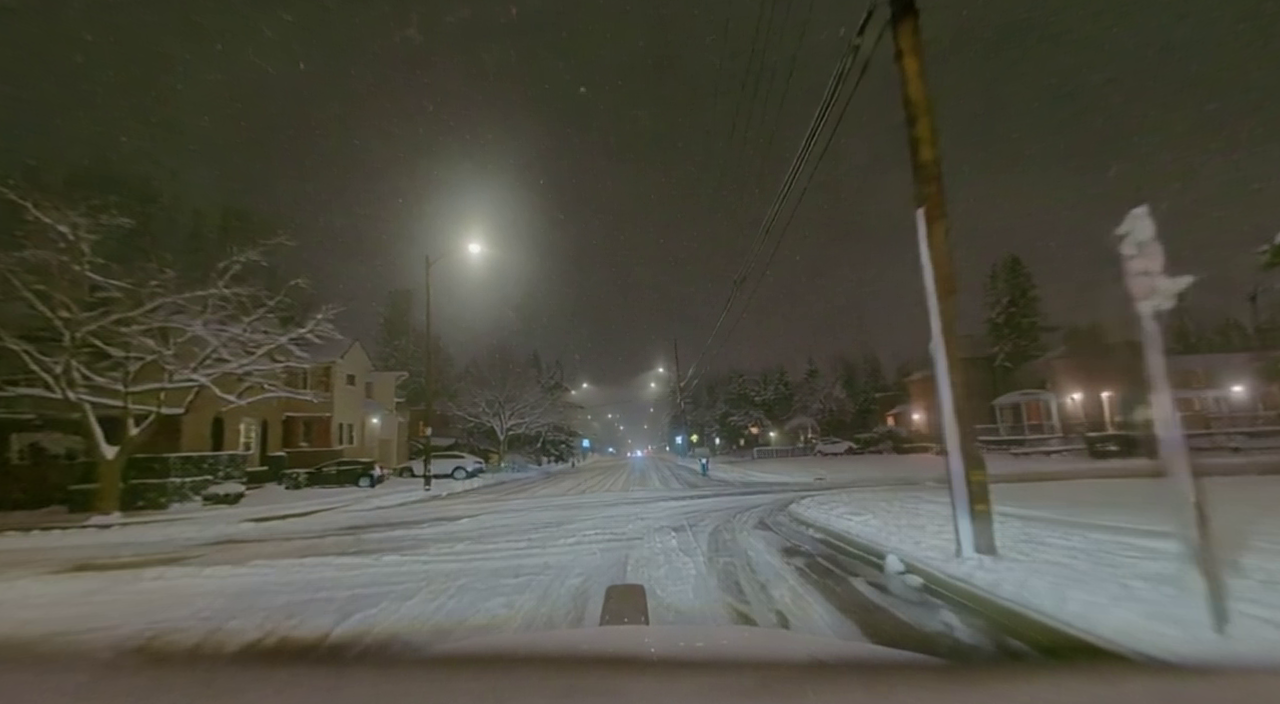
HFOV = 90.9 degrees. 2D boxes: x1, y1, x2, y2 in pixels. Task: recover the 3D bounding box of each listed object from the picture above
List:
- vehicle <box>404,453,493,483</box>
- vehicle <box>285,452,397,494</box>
[{"bbox_3d":[-10.194,6.141,33.579,4.293,1.484,1.981,3,-10,-23],"label":"vehicle"},{"bbox_3d":[-15.593,6.321,32.955,4.903,1.566,2.215,-7,-8,9],"label":"vehicle"}]
